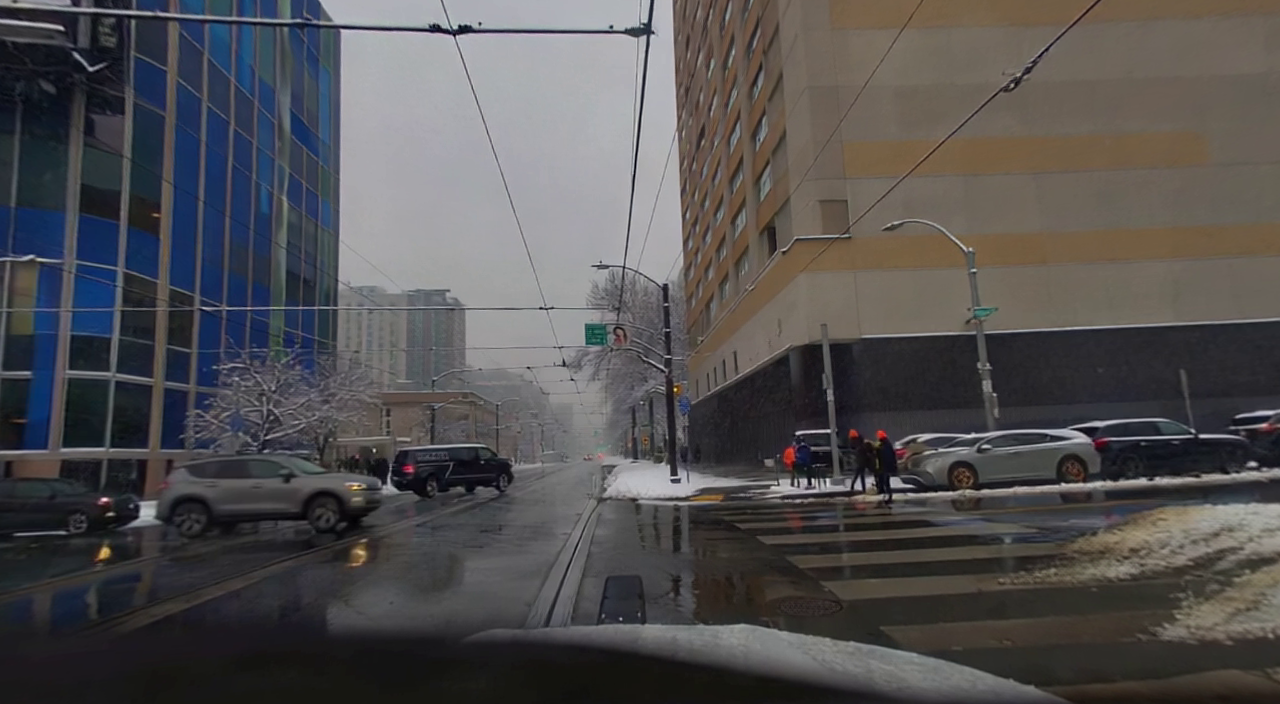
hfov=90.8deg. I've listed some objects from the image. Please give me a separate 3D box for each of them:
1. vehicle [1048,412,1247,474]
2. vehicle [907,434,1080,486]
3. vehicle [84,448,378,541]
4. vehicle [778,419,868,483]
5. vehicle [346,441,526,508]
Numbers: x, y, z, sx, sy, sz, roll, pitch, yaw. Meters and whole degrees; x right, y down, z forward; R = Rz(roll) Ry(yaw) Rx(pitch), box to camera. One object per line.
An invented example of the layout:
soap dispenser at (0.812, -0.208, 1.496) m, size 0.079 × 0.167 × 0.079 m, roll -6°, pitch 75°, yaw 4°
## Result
vehicle at (16.776, 3.026, 21.066) m, size 4.944 × 1.946 × 1.952 m, roll 0°, pitch -8°, yaw -3°
vehicle at (11.411, 3.493, 20.543) m, size 4.697 × 1.510 × 1.596 m, roll 0°, pitch -9°, yaw -4°
vehicle at (-8.269, 2.895, 13.286) m, size 4.629 × 1.696 × 2.098 m, roll 1°, pitch -9°, yaw -6°
vehicle at (7.548, 4.082, 26.628) m, size 2.316 × 2.425 × 4.466 m, roll 1°, pitch -7°, yaw -2°
vehicle at (-6.580, 3.908, 20.819) m, size 5.120 × 1.910 × 2.137 m, roll 7°, pitch -11°, yaw -41°
